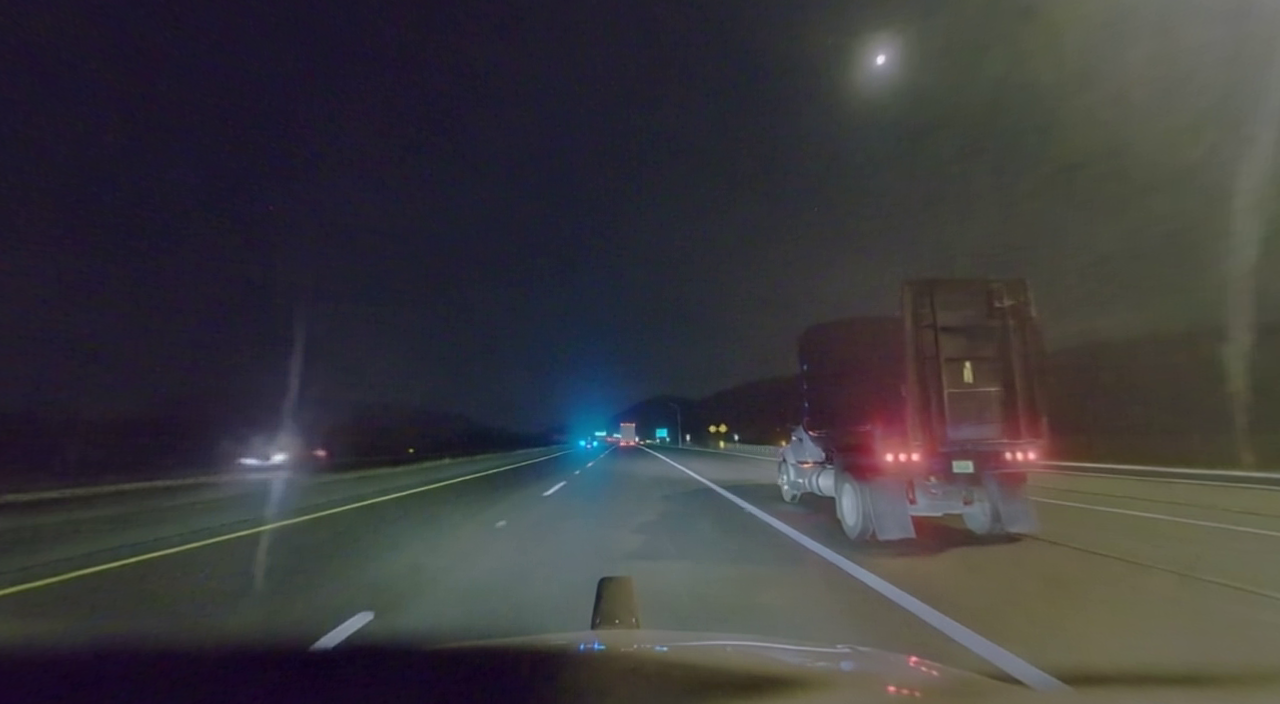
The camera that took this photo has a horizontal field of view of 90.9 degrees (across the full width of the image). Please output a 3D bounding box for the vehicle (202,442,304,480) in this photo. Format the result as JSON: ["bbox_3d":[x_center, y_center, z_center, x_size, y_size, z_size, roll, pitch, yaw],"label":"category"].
[{"bbox_3d":[-16.681,4.686,27.410,2.078,1.506,3.740,0,-8,-1],"label":"vehicle"}]
